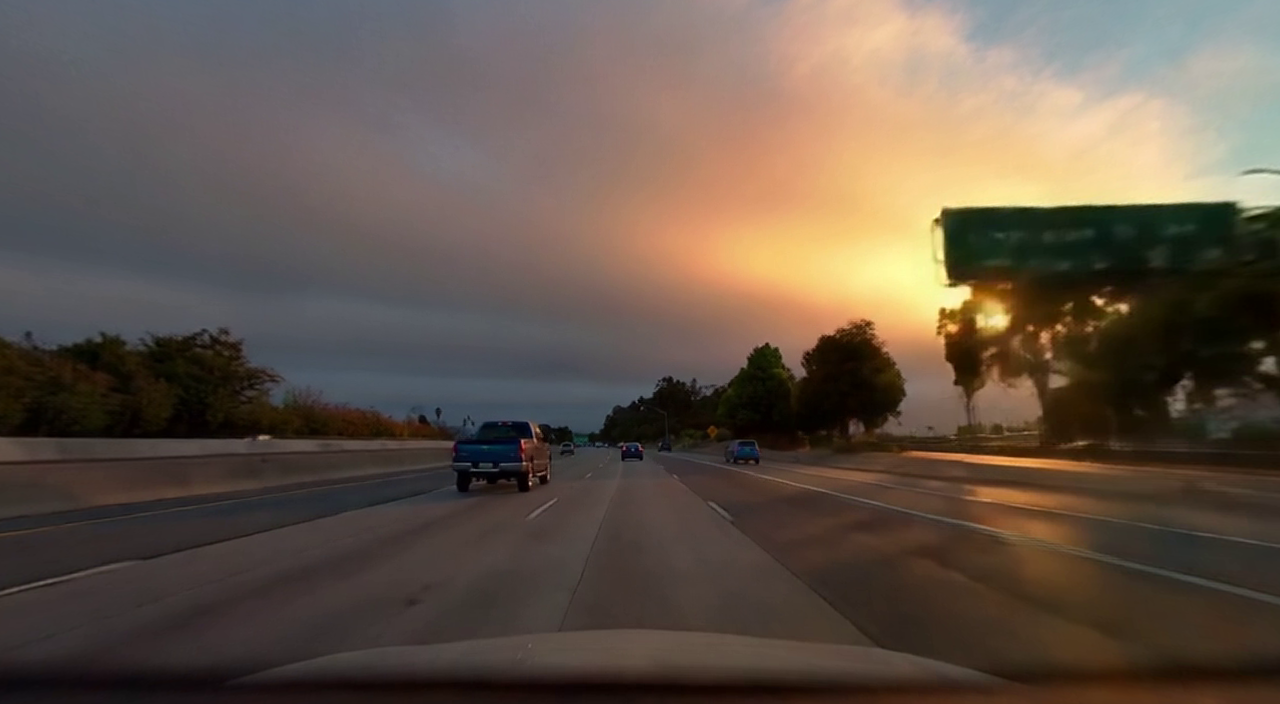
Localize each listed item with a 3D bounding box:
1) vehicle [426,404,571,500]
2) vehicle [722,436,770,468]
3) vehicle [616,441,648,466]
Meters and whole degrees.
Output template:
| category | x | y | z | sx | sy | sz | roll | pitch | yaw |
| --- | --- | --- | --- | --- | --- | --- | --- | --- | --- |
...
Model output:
| category | x | y | z | sx | sy | sz | roll | pitch | yaw |
| --- | --- | --- | --- | --- | --- | --- | --- | --- | --- |
| vehicle | -3.575 | 2.738 | 17.539 | 2.592 | 2.179 | 6.034 | 0 | -9 | 0 |
| vehicle | 6.830 | 6.528 | 41.262 | 2.103 | 1.898 | 5.310 | 0 | -9 | -1 |
| vehicle | -0.565 | 7.089 | 44.154 | 2.157 | 1.642 | 4.189 | 0 | -9 | -1 |
